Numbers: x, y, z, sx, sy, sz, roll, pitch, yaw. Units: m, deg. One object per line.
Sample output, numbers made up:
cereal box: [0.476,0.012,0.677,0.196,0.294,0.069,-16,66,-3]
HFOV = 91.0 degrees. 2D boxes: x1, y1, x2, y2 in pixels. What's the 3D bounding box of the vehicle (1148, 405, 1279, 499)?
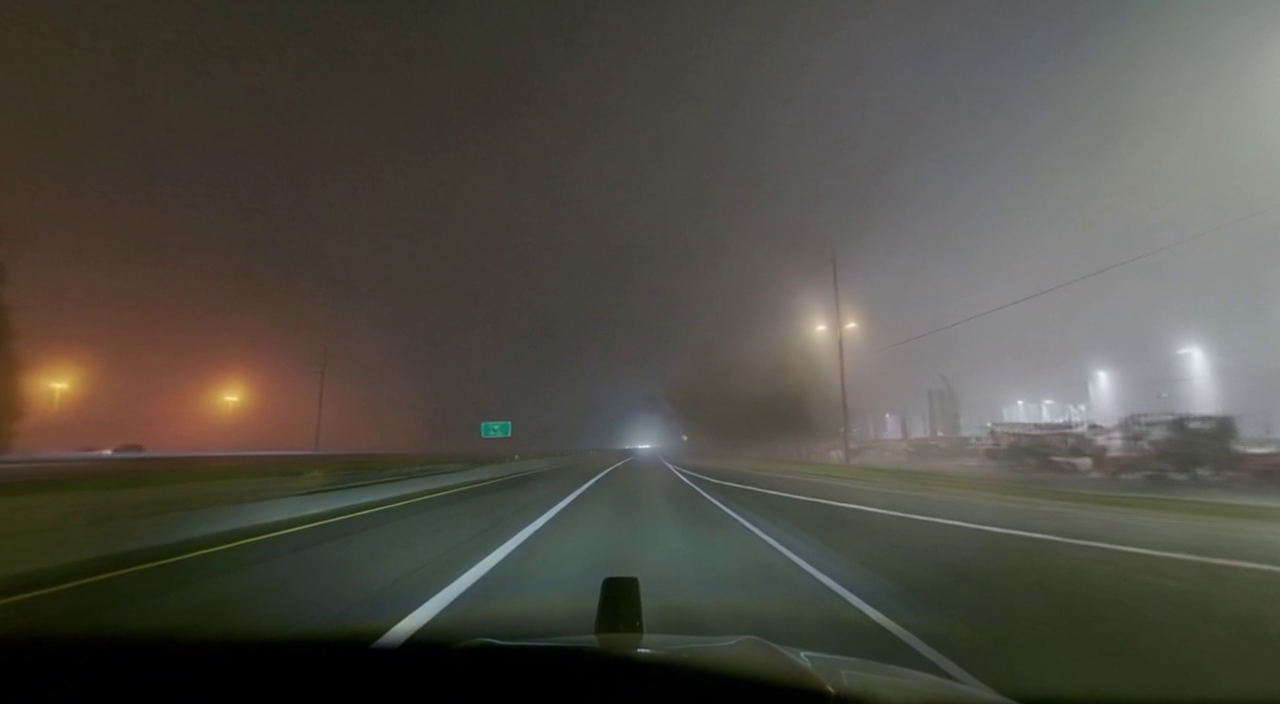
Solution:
vehicle: [23.188,3.511,22.547,2.894,3.176,7.895,-2,-8,-4]
